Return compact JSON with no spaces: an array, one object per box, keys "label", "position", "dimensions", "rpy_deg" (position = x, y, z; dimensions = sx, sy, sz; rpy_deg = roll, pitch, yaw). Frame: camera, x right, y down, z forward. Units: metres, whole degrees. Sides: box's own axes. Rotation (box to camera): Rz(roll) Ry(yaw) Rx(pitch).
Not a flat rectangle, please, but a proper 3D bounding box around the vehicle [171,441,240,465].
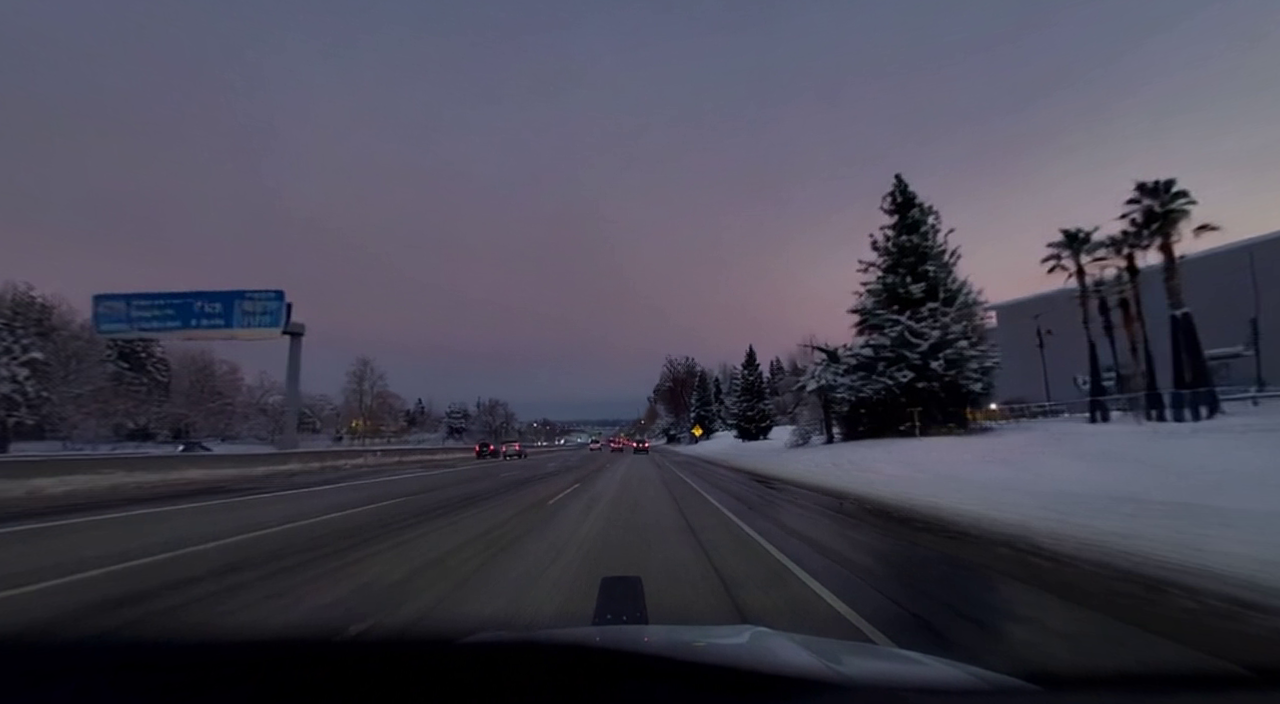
[{"label":"vehicle","position":[-31.677,7.342,46.115],"dimensions":[1.976,1.608,4.327],"rpy_deg":[-1,-8,-1]}]
